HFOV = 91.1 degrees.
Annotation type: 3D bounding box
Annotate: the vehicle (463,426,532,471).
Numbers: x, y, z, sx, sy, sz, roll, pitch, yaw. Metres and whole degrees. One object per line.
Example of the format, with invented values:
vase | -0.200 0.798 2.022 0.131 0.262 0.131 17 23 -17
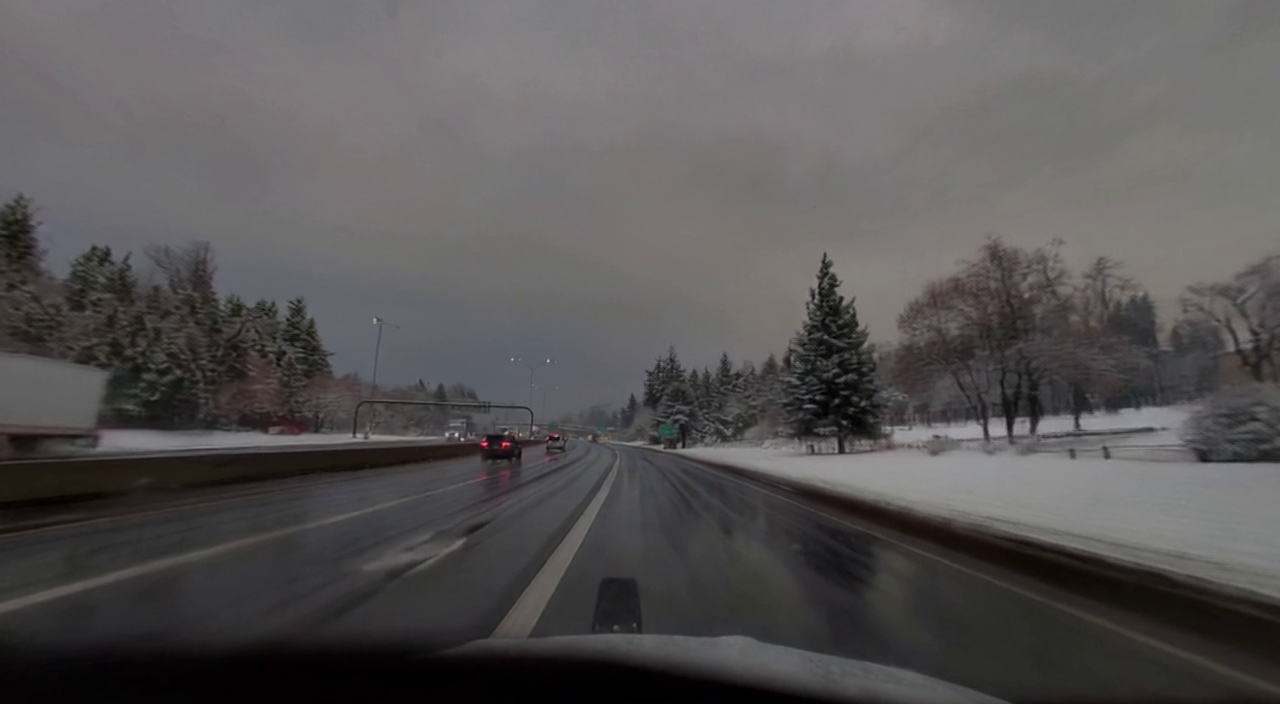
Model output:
vehicle | -6.540 4.481 29.463 2.188 1.896 4.810 0 -8 -1
